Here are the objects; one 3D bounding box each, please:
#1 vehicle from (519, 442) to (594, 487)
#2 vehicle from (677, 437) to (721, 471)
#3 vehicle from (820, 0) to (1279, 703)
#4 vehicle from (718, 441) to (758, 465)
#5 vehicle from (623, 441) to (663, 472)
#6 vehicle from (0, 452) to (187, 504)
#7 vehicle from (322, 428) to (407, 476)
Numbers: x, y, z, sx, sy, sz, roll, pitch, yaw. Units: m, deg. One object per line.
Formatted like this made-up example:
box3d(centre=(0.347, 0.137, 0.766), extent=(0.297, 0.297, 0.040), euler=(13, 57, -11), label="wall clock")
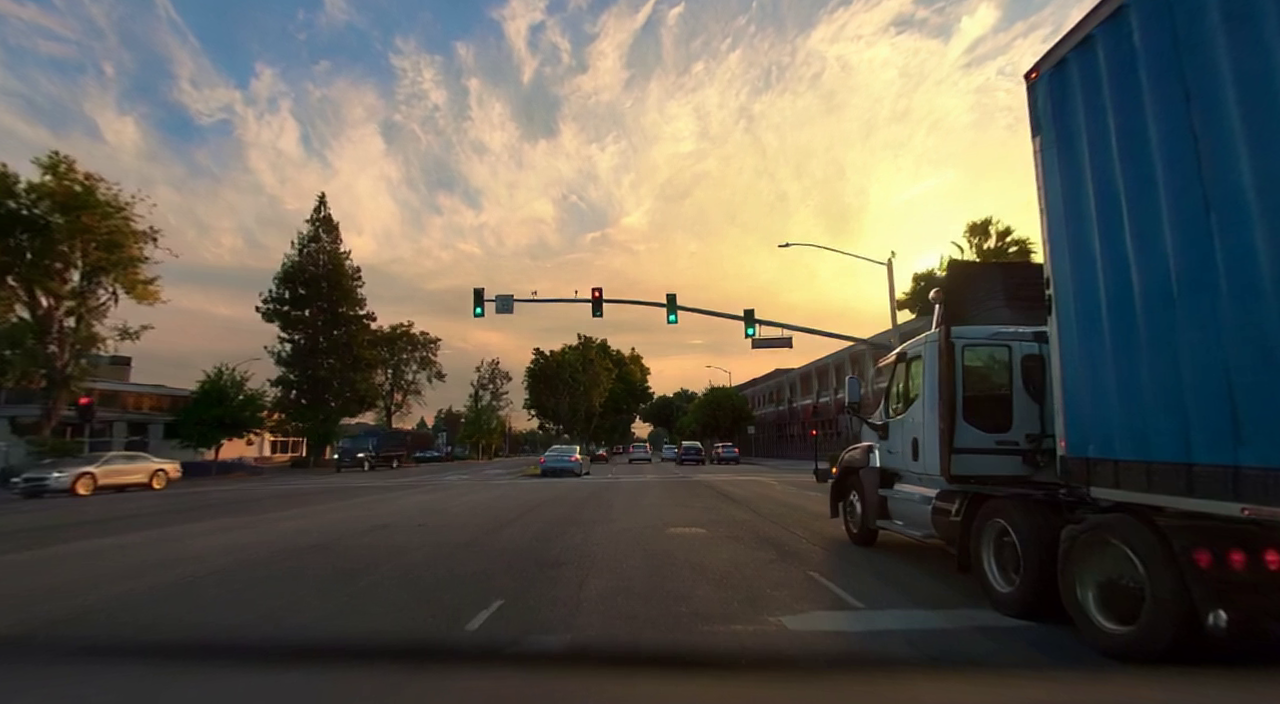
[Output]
box3d(centre=(-3.096, 4.295, 24.490), extent=(2.211, 1.537, 4.666), euler=(0, -8, 1), label="vehicle")
box3d(centre=(3.558, 6.275, 38.966), extent=(2.196, 1.908, 4.412), euler=(0, -8, -1), label="vehicle")
box3d(centre=(3.920, -0.003, 4.187), extent=(3.006, 3.679, 8.506), euler=(0, -8, 1), label="vehicle")
box3d(centre=(7.560, 7.848, 49.177), extent=(2.174, 1.793, 5.061), euler=(0, -8, -1), label="vehicle")
box3d(centre=(0.144, 6.219, 37.763), extent=(2.276, 1.704, 3.925), euler=(0, -8, -1), label="vehicle")
box3d(centre=(-18.353, 4.182, 21.475), extent=(1.875, 1.465, 5.291), euler=(0, -8, 0), label="vehicle")
box3d(centre=(-18.258, 6.689, 42.362), extent=(2.473, 2.894, 7.075), euler=(0, -8, 0), label="vehicle")
